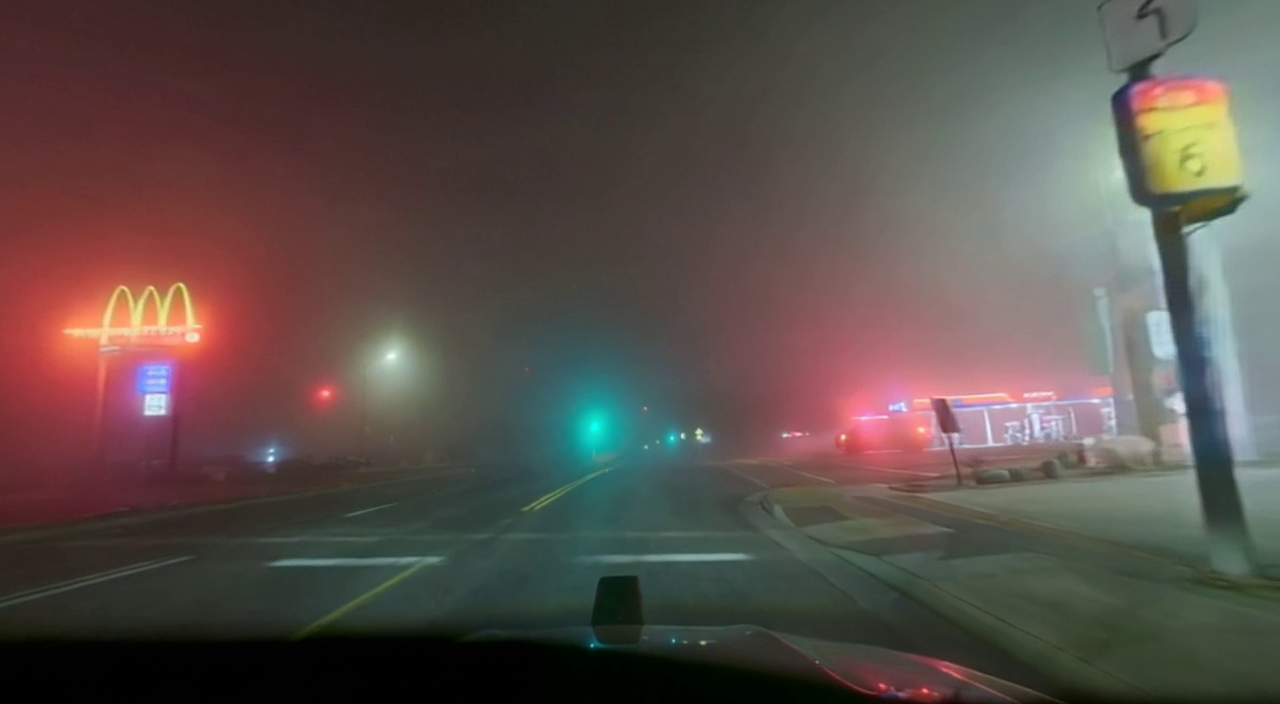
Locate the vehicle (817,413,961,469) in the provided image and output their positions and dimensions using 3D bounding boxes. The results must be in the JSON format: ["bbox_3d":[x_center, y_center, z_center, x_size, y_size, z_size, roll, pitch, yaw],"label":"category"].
[{"bbox_3d":[9.591,3.479,24.543,4.640,1.800,2.026,-4,-8,0],"label":"vehicle"}]
